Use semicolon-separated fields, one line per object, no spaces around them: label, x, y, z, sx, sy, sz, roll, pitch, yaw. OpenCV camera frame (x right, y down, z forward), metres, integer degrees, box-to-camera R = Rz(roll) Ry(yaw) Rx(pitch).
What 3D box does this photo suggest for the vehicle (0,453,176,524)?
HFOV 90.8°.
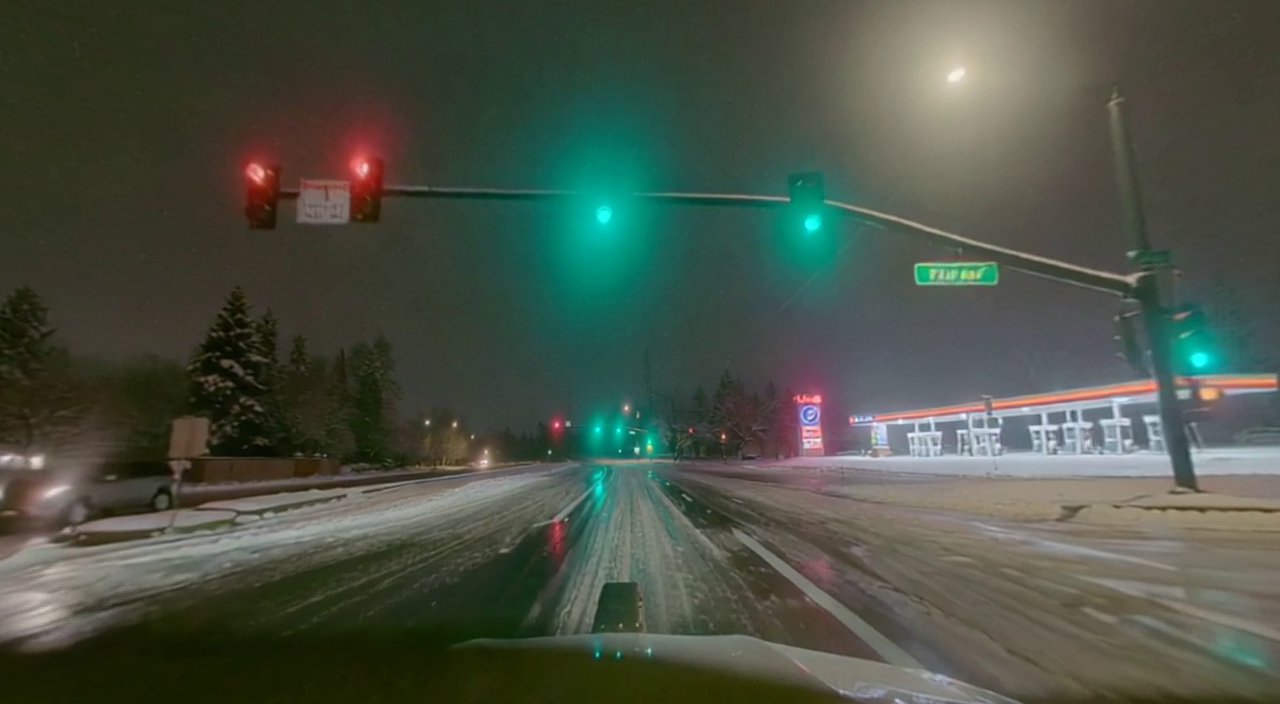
vehicle;-15.158;3.554;17.032;2.053;1.598;4.336;0;-9;-2
